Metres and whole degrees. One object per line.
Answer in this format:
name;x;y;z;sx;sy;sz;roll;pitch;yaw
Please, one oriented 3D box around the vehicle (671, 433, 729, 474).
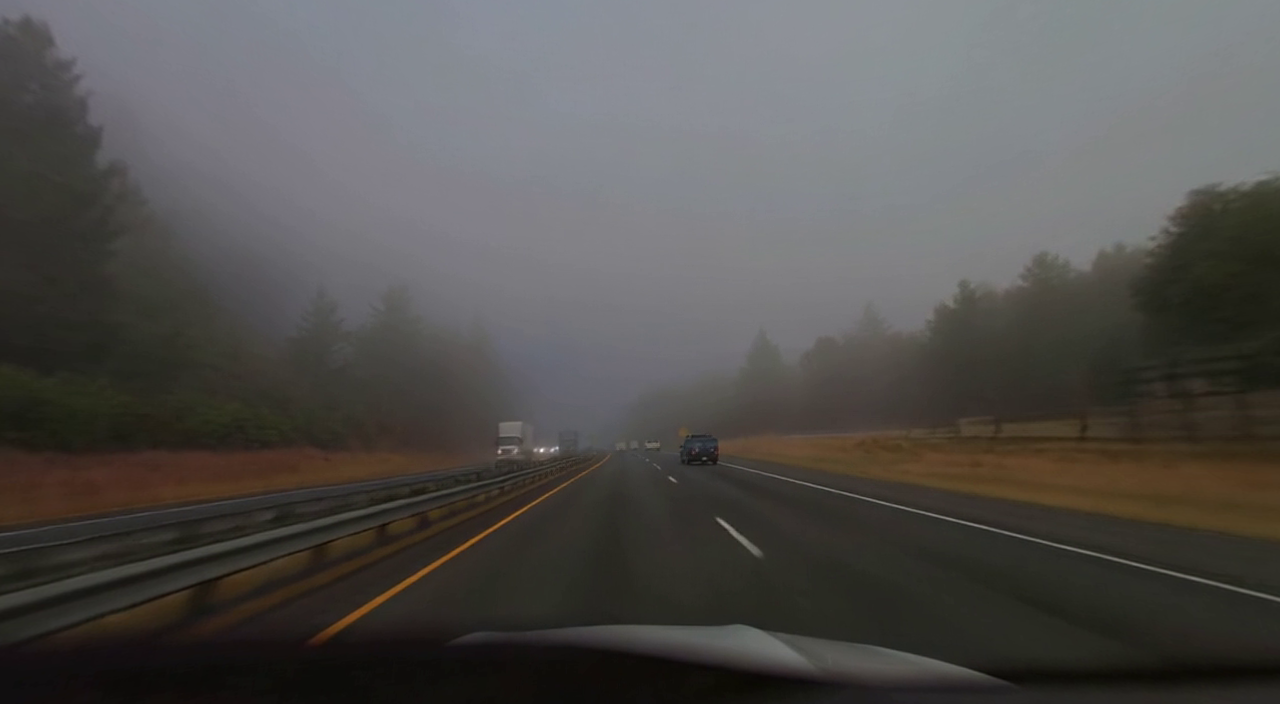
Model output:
vehicle;2.662;4.619;28.876;2.043;1.673;4.016;0;-8;-3
